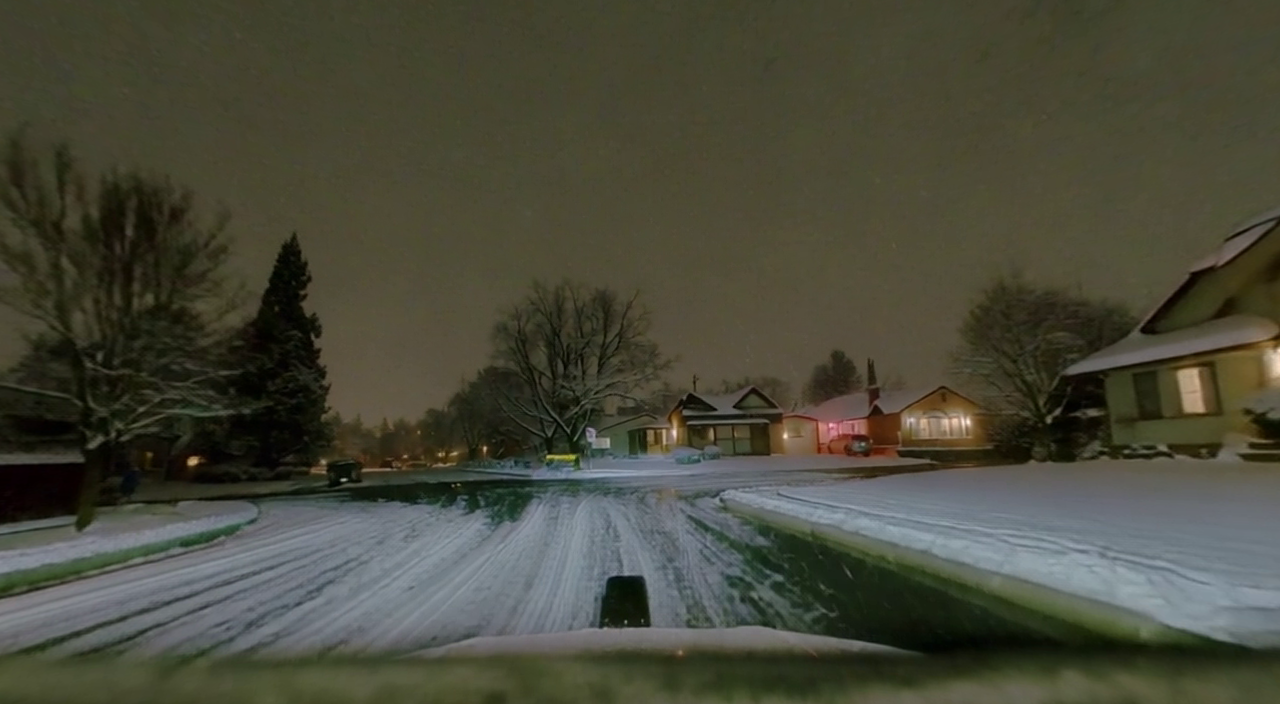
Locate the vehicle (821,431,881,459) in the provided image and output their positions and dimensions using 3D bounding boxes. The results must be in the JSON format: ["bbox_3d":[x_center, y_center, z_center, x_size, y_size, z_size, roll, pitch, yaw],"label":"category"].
[{"bbox_3d":[14.643,6.526,44.073,1.992,1.813,5.079,0,-9,-5],"label":"vehicle"}]
